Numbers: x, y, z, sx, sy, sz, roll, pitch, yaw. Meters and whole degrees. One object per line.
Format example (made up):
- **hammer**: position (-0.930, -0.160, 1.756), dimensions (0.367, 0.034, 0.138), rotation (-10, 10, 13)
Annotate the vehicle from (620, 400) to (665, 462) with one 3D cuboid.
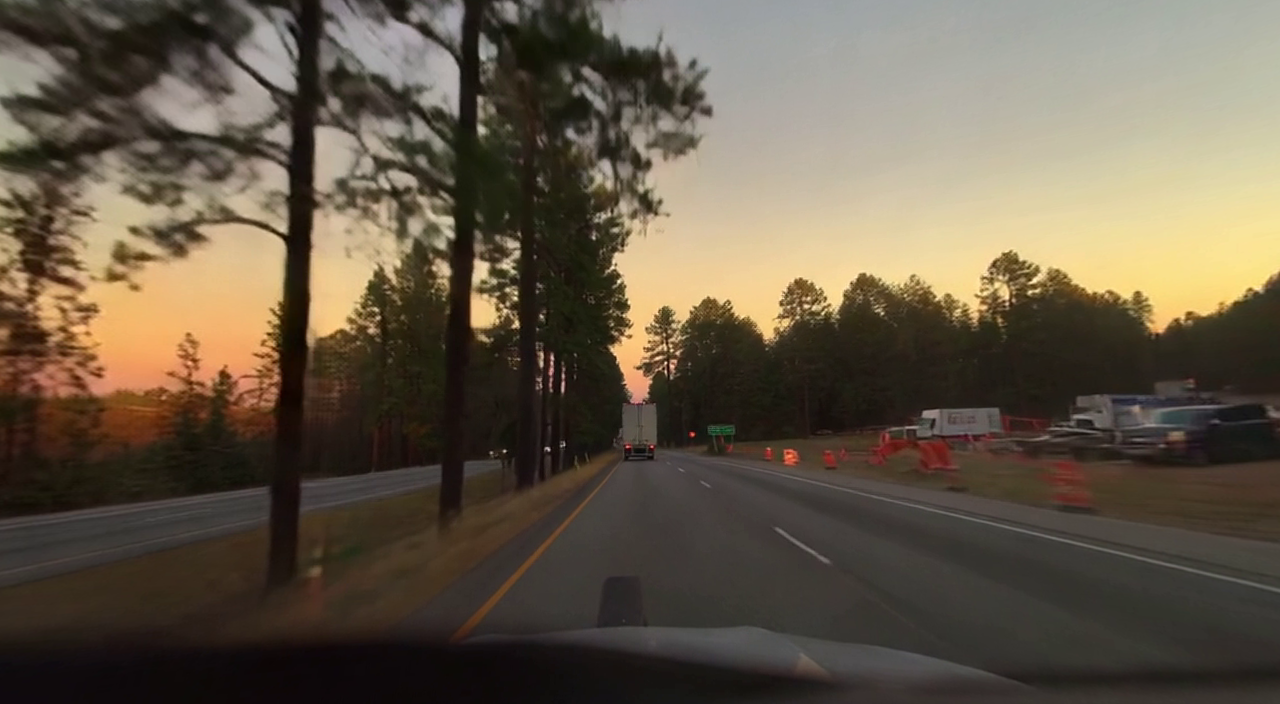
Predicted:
- **vehicle**: position (-0.022, 5.975, 46.973), dimensions (2.935, 4.068, 11.036), rotation (0, -8, -2)
